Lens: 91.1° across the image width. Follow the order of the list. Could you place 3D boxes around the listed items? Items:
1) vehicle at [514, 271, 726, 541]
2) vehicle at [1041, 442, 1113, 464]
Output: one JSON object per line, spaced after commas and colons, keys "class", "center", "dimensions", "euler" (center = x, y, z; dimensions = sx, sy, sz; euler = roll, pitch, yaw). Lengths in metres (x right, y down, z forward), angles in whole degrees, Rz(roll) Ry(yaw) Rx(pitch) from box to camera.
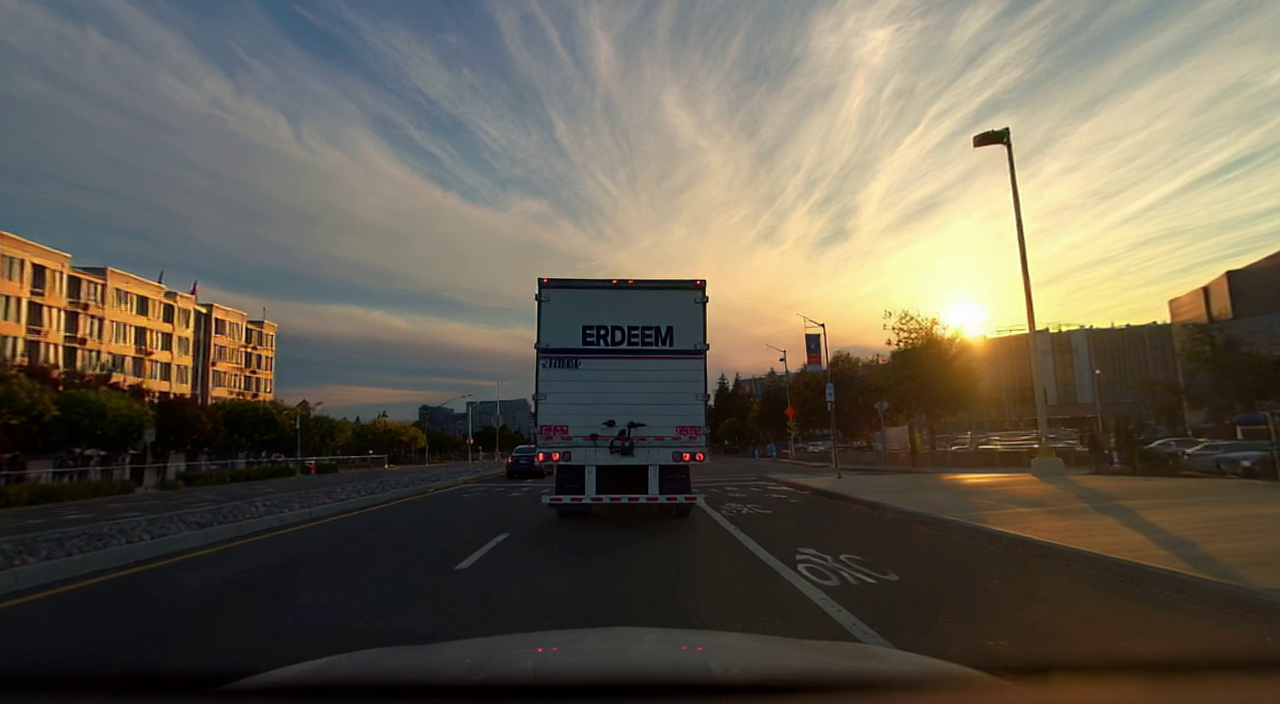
{"class": "vehicle", "center": [-0.187, 1.329, 13.386], "dimensions": [2.876, 3.724, 9.351], "euler": [-1, -8, 1]}
{"class": "vehicle", "center": [31.362, 7.212, 45.152], "dimensions": [1.652, 1.423, 3.797], "euler": [5, -9, -36]}
